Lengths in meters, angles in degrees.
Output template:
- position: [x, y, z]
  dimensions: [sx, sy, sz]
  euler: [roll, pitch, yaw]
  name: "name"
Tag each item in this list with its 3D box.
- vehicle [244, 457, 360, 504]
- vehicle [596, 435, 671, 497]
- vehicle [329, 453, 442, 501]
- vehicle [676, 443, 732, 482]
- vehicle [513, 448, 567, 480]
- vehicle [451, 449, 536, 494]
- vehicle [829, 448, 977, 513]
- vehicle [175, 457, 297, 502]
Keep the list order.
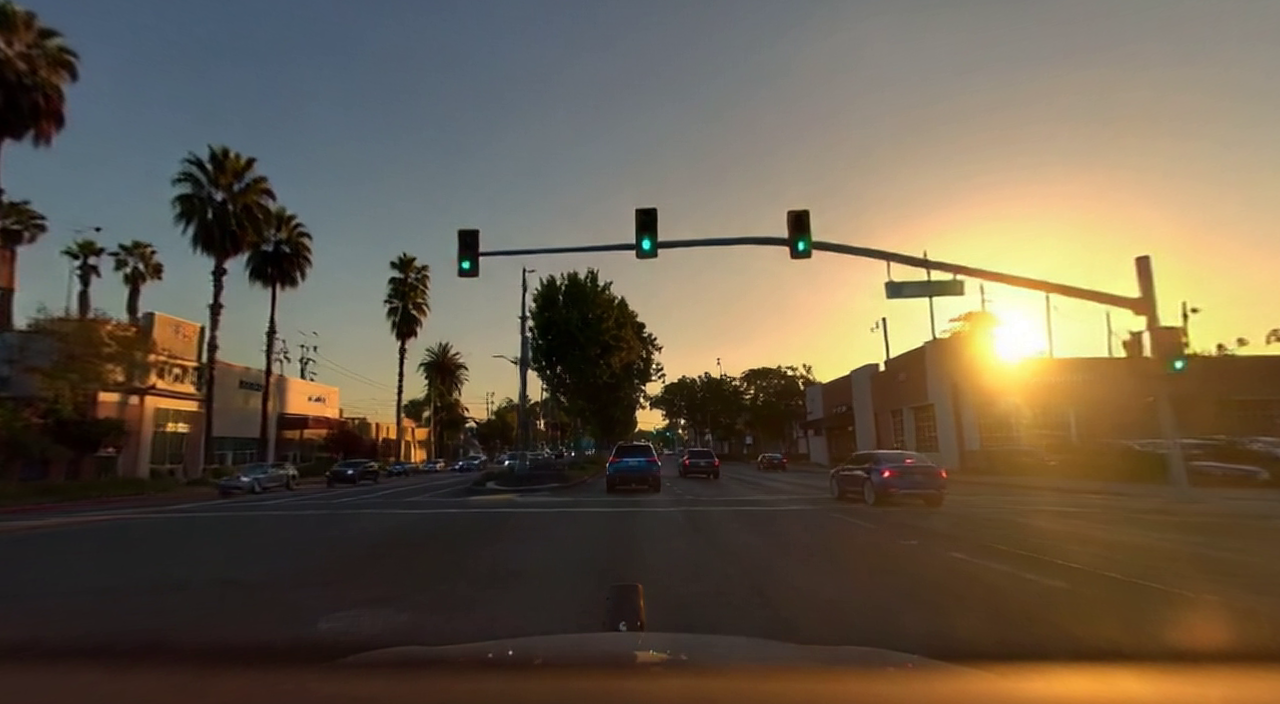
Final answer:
- position: [-11.921, 4.517, 22.624]
  dimensions: [1.850, 1.414, 4.184]
  euler: [0, -9, 0]
  name: "vehicle"
- position: [-0.228, 3.618, 20.408]
  dimensions: [2.151, 1.787, 4.109]
  euler: [0, -9, -1]
  name: "vehicle"
- position: [-8.604, 4.224, 21.811]
  dimensions: [2.061, 1.415, 4.289]
  euler: [0, -9, 1]
  name: "vehicle"
- position: [2.957, 5.228, 30.180]
  dimensions: [2.112, 1.710, 4.234]
  euler: [0, -9, -2]
  name: "vehicle"
- position: [-5.073, 5.739, 32.637]
  dimensions: [2.036, 1.541, 4.107]
  euler: [-1, -9, 2]
  name: "vehicle"
- position: [-5.221, 4.307, 23.147]
  dimensions: [2.030, 1.441, 4.324]
  euler: [0, -9, 1]
  name: "vehicle"
- position: [6.705, 3.296, 16.737]
  dimensions: [1.944, 1.447, 4.309]
  euler: [0, -9, -2]
  name: "vehicle"
- position: [-15.355, 4.839, 24.330]
  dimensions: [2.048, 1.494, 4.069]
  euler: [0, -9, -2]
  name: "vehicle"
